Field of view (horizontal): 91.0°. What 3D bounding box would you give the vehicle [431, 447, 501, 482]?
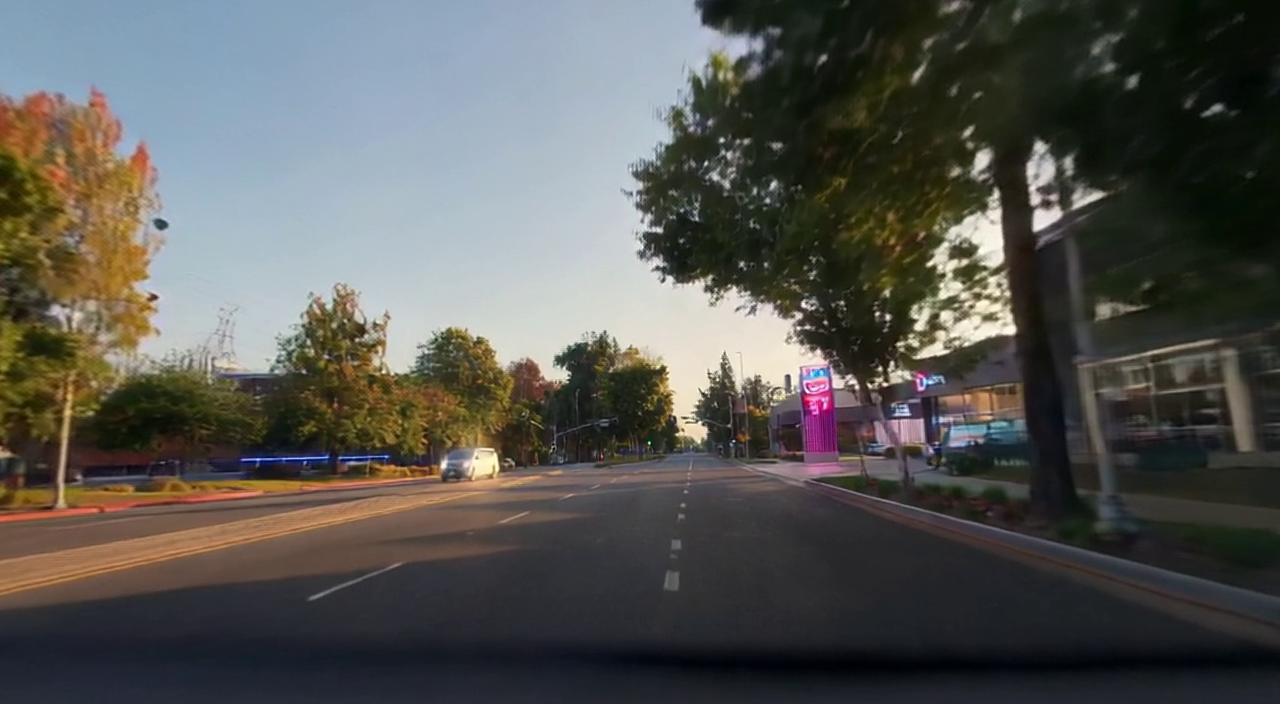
[{"bbox_3d":[-9.351,6.059,34.202,2.209,1.773,4.481,-1,-9,4],"label":"vehicle"}]
